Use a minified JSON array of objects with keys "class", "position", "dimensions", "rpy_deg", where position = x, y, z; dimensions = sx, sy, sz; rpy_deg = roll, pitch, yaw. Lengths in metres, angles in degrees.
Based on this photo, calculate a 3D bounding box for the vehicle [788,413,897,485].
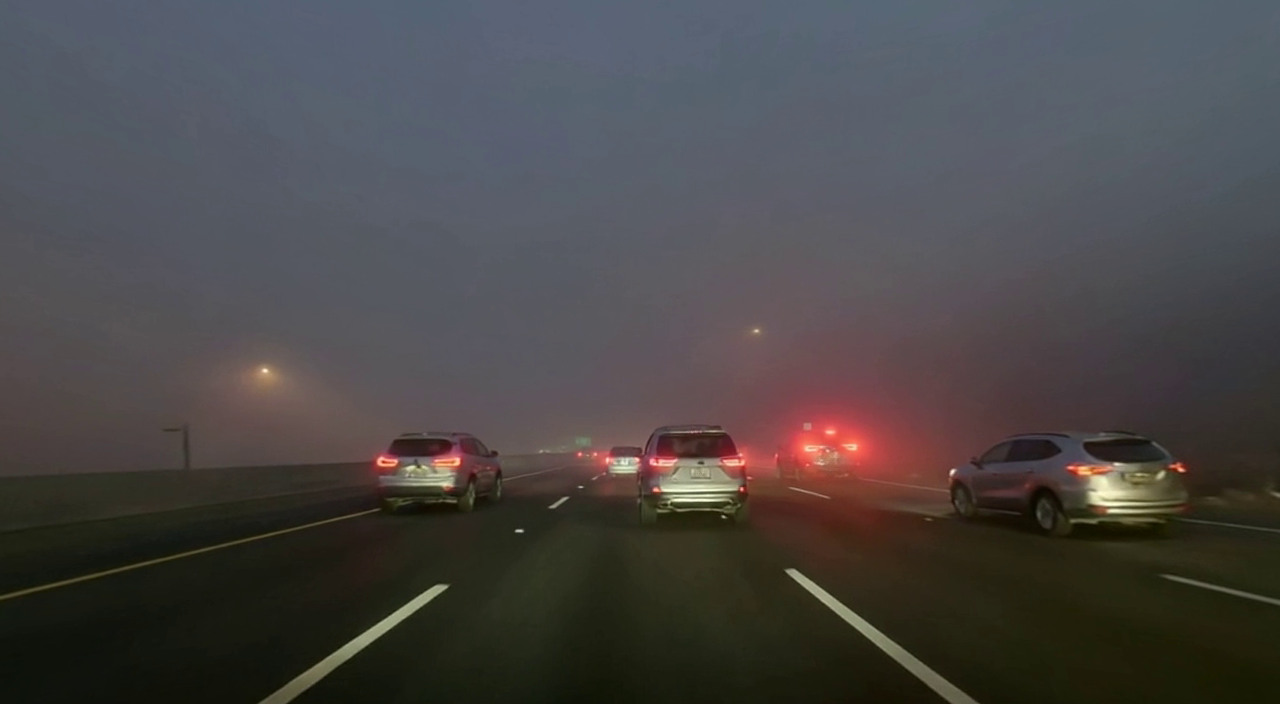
[{"class":"vehicle","position":[7.771,3.843,24.994],"dimensions":[2.390,2.503,5.788],"rpy_deg":[0,-9,0]}]

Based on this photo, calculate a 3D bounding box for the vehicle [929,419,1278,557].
[{"class":"vehicle","position":[6.674,1.994,9.914],"dimensions":[1.972,1.647,4.429],"rpy_deg":[0,-9,-2]}]

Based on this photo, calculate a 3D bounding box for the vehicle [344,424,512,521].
[{"class":"vehicle","position":[-4.347,2.557,13.892],"dimensions":[2.047,1.755,4.638],"rpy_deg":[0,-9,0]}]

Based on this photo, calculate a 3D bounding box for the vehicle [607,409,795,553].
[{"class":"vehicle","position":[0.662,1.889,9.790],"dimensions":[2.230,1.740,3.976],"rpy_deg":[1,-9,-4]}]
